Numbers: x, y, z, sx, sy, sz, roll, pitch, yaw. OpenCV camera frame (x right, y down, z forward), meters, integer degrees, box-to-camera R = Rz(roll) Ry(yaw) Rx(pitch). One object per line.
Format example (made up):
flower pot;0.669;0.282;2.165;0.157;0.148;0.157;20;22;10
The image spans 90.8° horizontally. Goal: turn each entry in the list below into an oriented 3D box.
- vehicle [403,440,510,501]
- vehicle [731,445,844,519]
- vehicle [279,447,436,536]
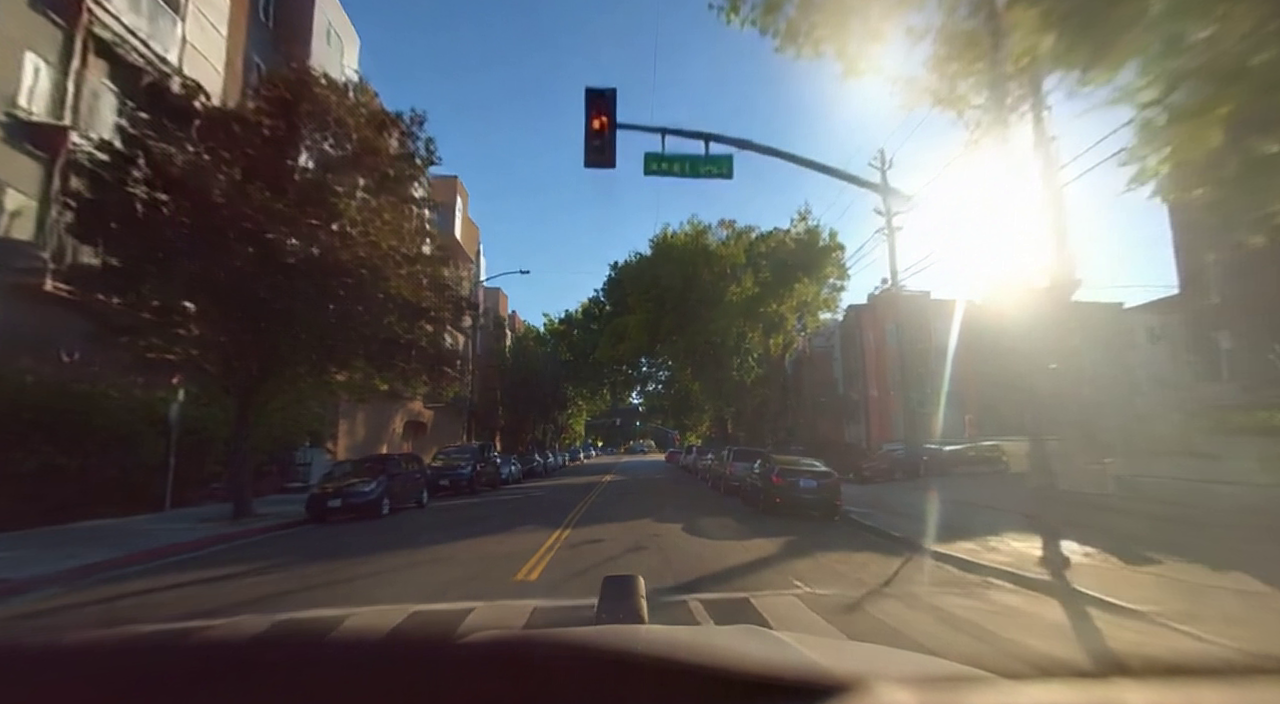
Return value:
vehicle;-6.242;4.064;22.194;2.175;1.849;4.725;-2;-8;3
vehicle;3.738;3.340;16.914;1.924;1.657;4.665;0;-8;1
vehicle;-6.525;3.192;15.188;1.763;1.612;4.462;-5;-8;-1
